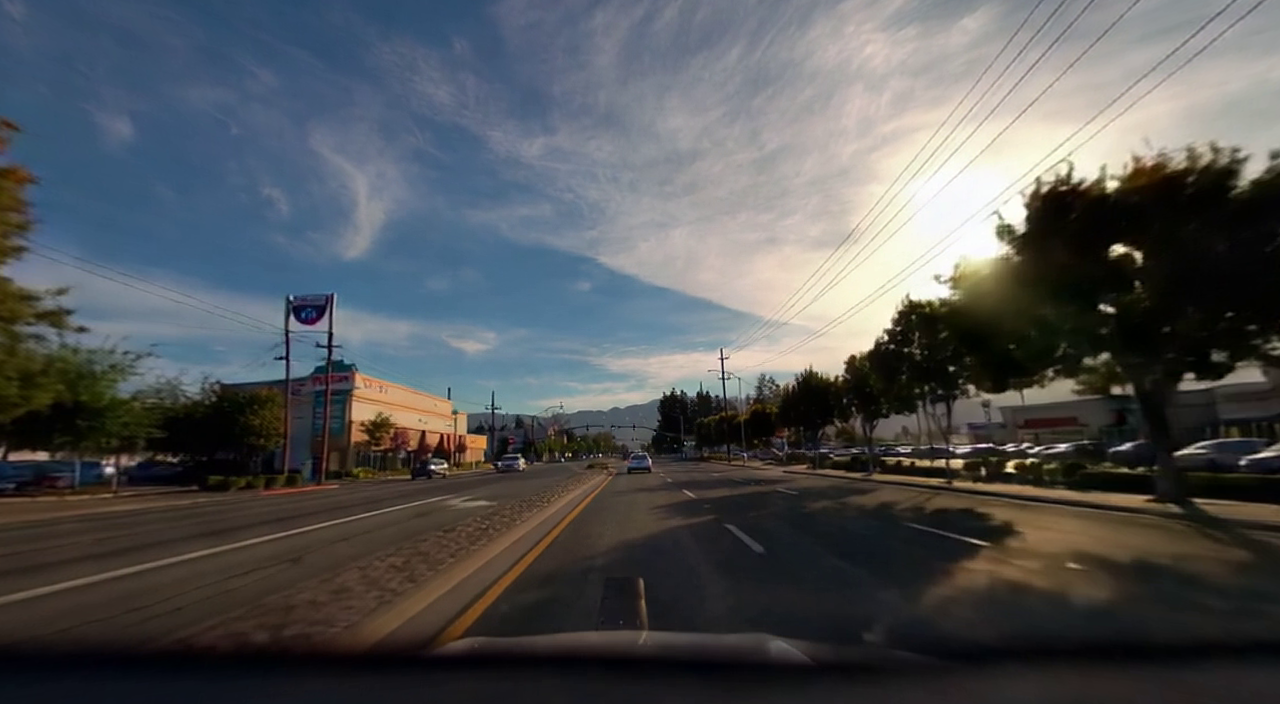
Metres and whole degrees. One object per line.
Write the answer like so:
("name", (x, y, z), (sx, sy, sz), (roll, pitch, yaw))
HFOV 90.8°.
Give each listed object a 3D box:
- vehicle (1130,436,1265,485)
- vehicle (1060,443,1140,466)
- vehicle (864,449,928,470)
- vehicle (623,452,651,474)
("vehicle", (20.988, 4.054, 23.760), (4.558, 1.657, 2.149), (5, -10, -27))
("vehicle", (32.374, 7.218, 44.556), (3.999, 1.581, 1.975), (0, -9, 1))
("vehicle", (19.623, 8.205, 48.384), (4.333, 1.532, 2.037), (4, -10, -24))
("vehicle", (-0.226, 8.505, 48.615), (2.065, 1.521, 4.306), (0, -9, -1))
